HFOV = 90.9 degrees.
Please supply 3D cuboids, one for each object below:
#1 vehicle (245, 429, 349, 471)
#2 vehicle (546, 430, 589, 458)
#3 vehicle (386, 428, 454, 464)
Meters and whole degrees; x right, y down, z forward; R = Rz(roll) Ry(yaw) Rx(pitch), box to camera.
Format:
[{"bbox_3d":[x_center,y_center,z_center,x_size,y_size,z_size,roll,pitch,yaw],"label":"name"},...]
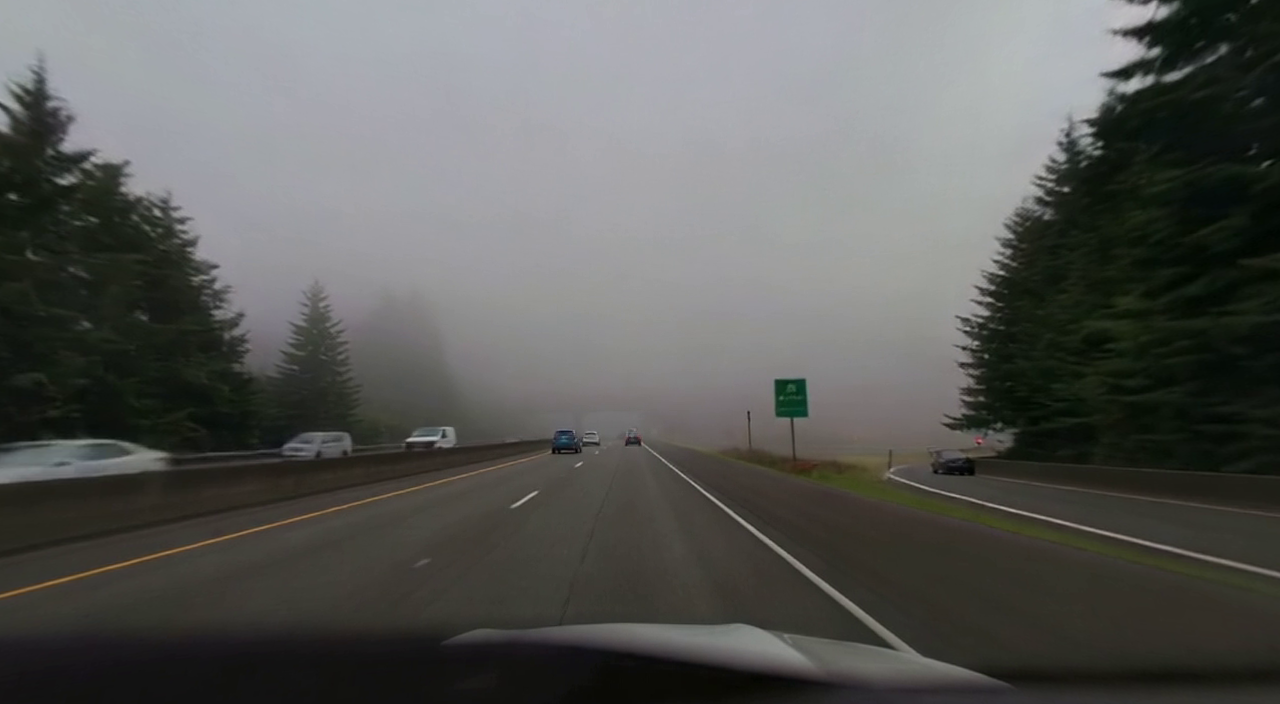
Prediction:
[{"bbox_3d":[-17.075,4.884,31.806,2.219,1.903,5.502,0,-8,-1],"label":"vehicle"},{"bbox_3d":[-4.367,5.615,38.420,2.169,1.588,4.264,0,-8,-1],"label":"vehicle"},{"bbox_3d":[-12.622,5.414,36.541,2.077,1.918,5.331,0,-8,-1],"label":"vehicle"}]
